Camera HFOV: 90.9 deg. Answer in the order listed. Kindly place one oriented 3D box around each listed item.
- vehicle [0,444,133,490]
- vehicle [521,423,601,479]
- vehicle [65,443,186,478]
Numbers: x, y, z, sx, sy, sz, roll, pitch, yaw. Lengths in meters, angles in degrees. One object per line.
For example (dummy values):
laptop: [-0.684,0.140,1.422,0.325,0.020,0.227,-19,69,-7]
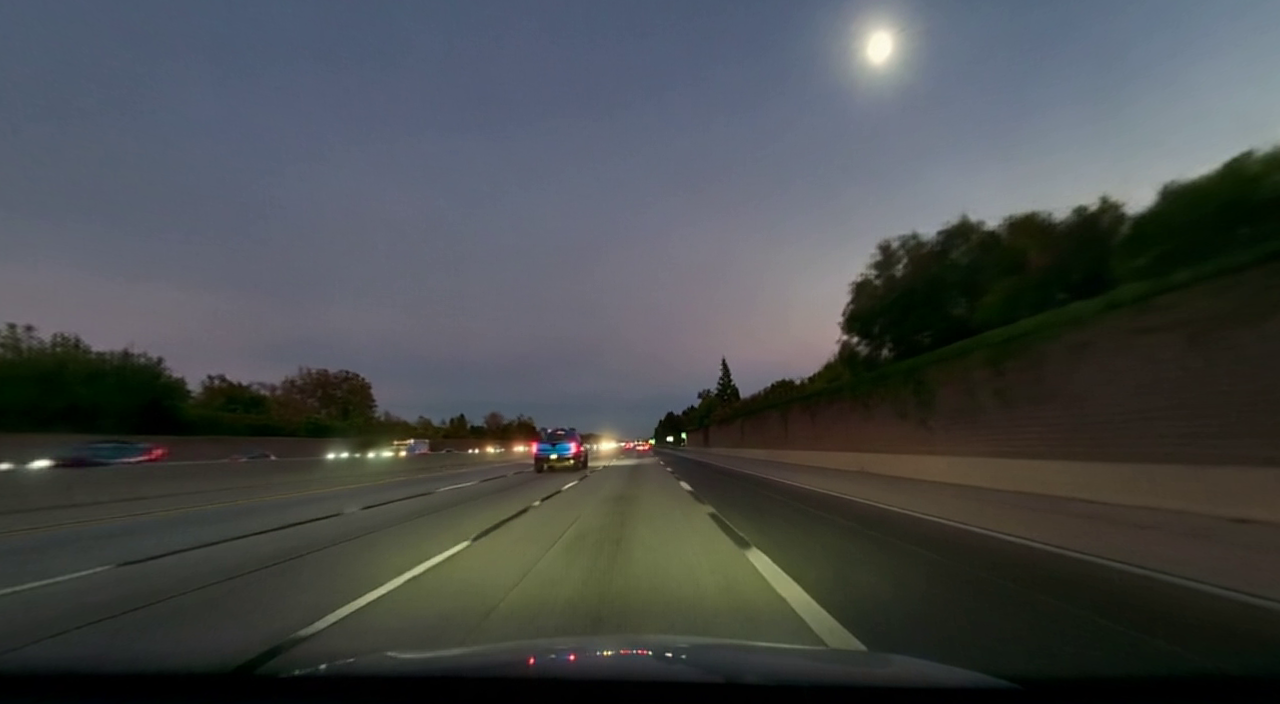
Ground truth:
vehicle: [-29.327,5.640,31.447,2.406,2.020,6.641,0,-8,1]
vehicle: [-3.298,4.360,27.893,2.604,2.170,6.271,0,-8,1]
vehicle: [-25.489,5.367,31.487,1.968,1.574,4.754,0,-8,0]
